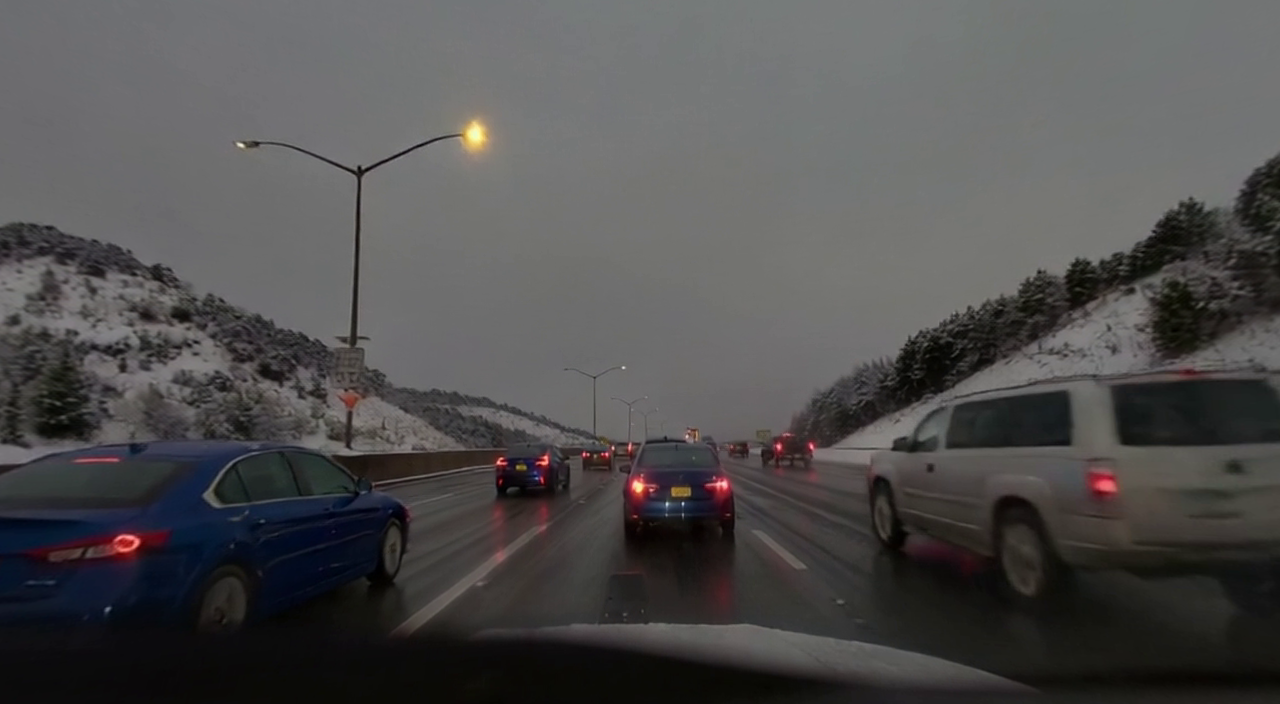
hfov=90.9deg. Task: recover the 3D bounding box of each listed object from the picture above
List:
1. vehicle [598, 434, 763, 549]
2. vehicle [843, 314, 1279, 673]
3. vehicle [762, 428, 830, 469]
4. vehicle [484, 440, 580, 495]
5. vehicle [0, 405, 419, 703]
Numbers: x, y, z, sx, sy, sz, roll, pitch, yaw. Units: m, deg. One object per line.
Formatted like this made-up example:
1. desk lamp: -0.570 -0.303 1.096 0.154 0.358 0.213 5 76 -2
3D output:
1. vehicle: 0.551 2.064 9.981 2.072 1.431 3.904 0 -9 1
2. vehicle: 3.594 1.057 5.628 2.086 1.884 4.547 0 -9 1
3. vehicle: 7.612 4.777 31.347 2.210 1.831 4.843 0 -9 1
4. vehicle: -3.126 3.440 19.214 2.017 1.446 4.384 -1 -9 2
5. vehicle: -3.455 1.292 4.629 2.033 1.513 4.333 0 -9 1
